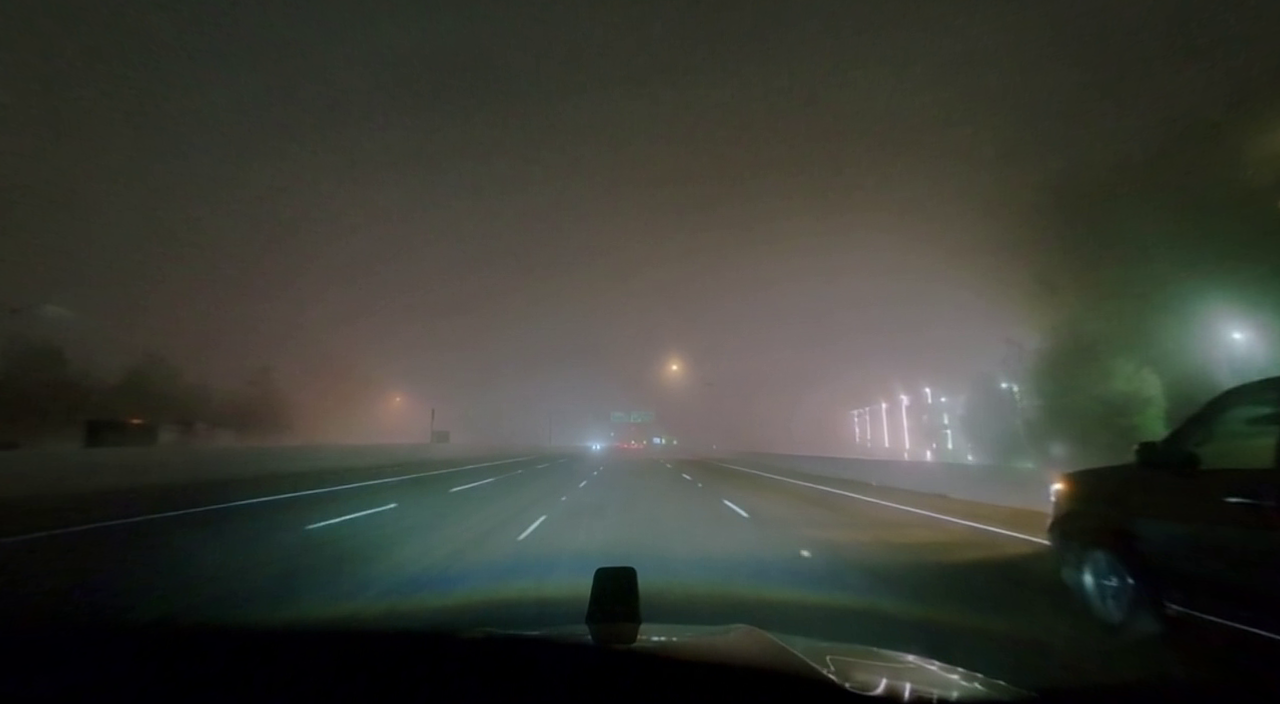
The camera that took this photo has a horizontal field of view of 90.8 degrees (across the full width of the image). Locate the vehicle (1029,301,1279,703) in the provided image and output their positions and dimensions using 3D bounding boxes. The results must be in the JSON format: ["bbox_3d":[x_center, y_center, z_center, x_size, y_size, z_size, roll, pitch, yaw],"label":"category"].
[{"bbox_3d":[3.688,0.527,1.531,2.212,1.753,5.064,0,-9,-1],"label":"vehicle"}]
